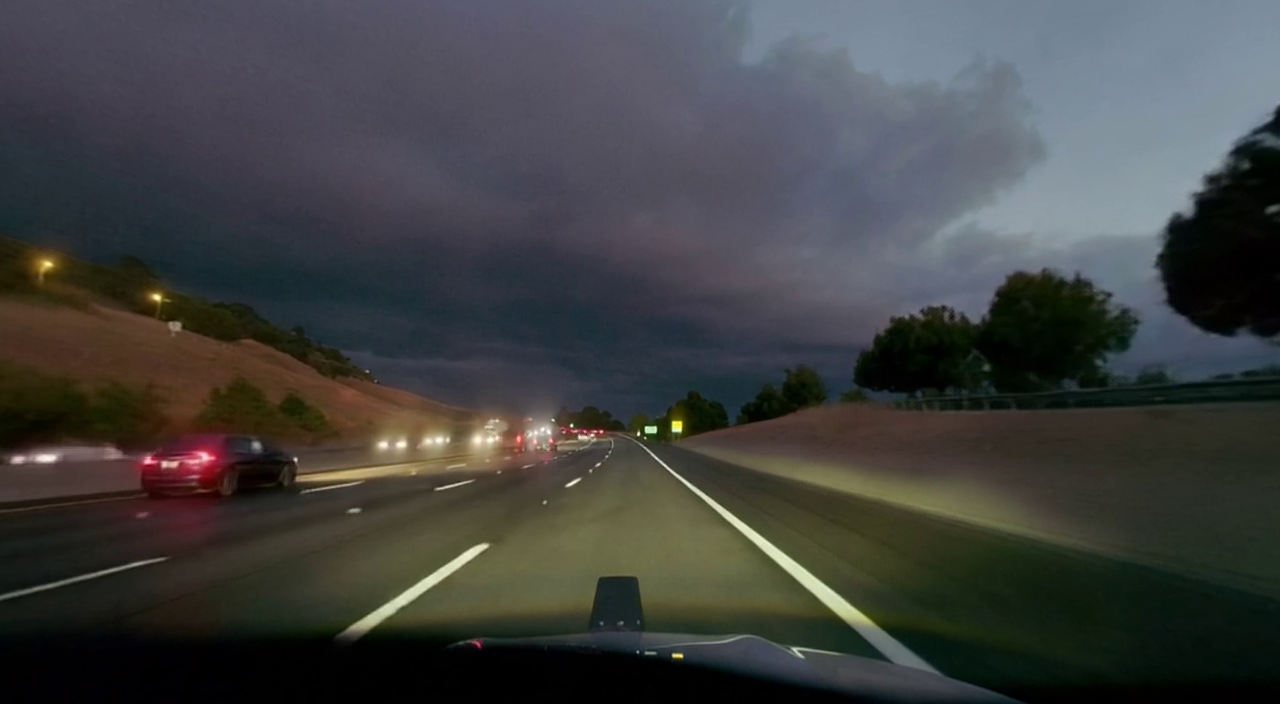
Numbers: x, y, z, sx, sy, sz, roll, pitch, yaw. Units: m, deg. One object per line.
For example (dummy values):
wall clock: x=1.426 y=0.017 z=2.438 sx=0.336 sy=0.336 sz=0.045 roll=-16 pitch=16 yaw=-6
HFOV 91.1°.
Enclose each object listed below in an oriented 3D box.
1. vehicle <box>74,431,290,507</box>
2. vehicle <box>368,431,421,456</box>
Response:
vehicle: x=-11.181 y=2.866 z=15.867 sx=2.001 sy=1.625 sz=4.528 roll=0 pitch=-8 yaw=0
vehicle: x=-18.657 y=7.007 z=47.934 sx=2.086 sy=1.767 sz=4.966 roll=0 pitch=-8 yaw=0
